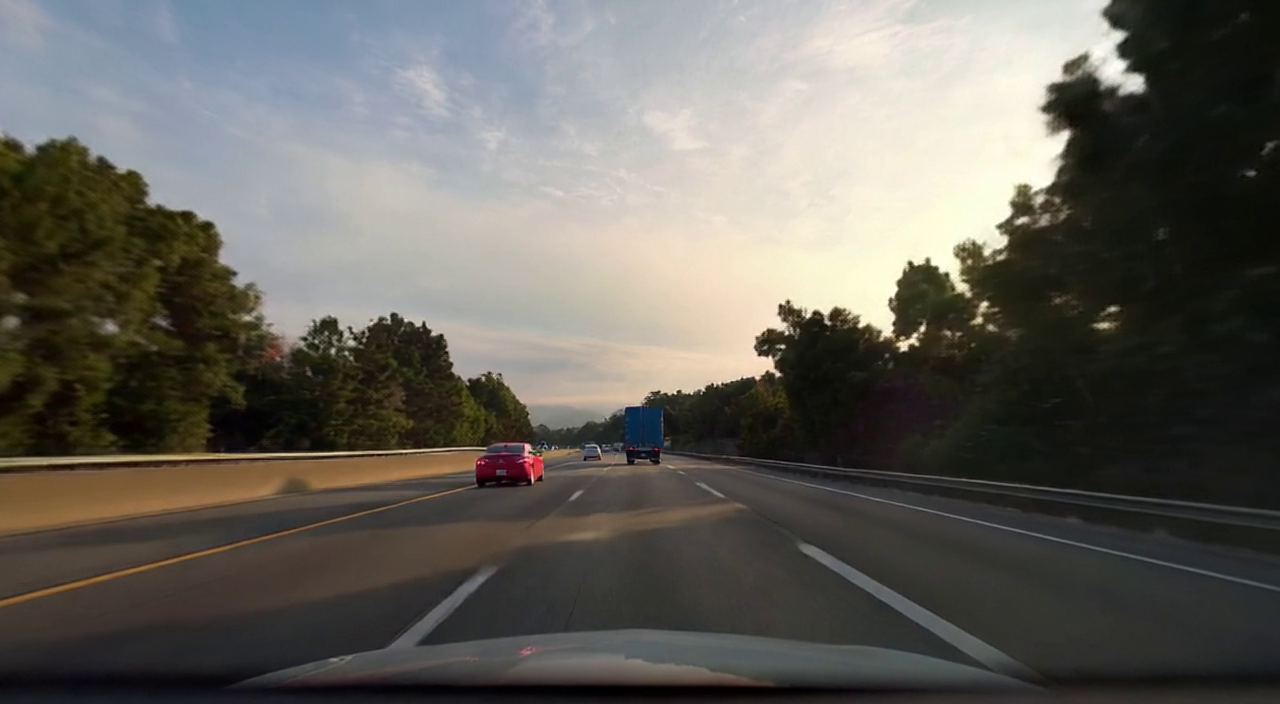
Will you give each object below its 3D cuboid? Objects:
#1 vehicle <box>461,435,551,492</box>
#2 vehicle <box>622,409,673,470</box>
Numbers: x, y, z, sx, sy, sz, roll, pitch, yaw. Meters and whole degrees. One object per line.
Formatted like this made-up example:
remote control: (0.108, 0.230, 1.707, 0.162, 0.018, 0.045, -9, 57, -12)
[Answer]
vehicle: (-4.134, 3.498, 20.069, 1.977, 1.602, 3.944, 0, -9, 0)
vehicle: (0.318, 5.907, 42.065, 2.893, 3.628, 9.081, 0, -9, -3)
